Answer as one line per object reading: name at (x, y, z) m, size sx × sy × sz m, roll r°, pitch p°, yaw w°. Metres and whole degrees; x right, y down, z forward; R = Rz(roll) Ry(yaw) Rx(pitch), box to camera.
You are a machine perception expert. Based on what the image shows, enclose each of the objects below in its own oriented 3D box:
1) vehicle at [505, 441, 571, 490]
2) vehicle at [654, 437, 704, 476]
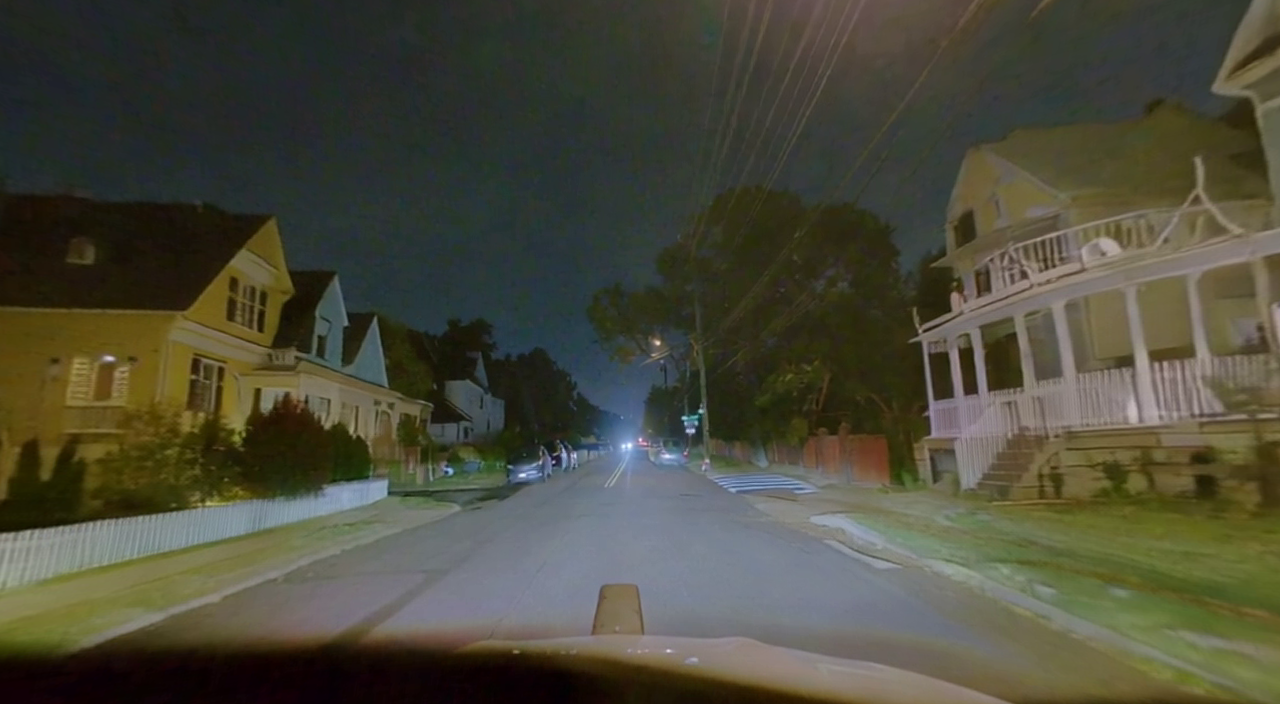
vehicle at (-4.200, 4.719, 26.685) m, size 2.082 × 1.759 × 4.541 m, roll -2°, pitch -8°, yaw -1°
vehicle at (2.004, 5.567, 33.992) m, size 2.129 × 1.873 × 4.471 m, roll 0°, pitch -8°, yaw -3°
